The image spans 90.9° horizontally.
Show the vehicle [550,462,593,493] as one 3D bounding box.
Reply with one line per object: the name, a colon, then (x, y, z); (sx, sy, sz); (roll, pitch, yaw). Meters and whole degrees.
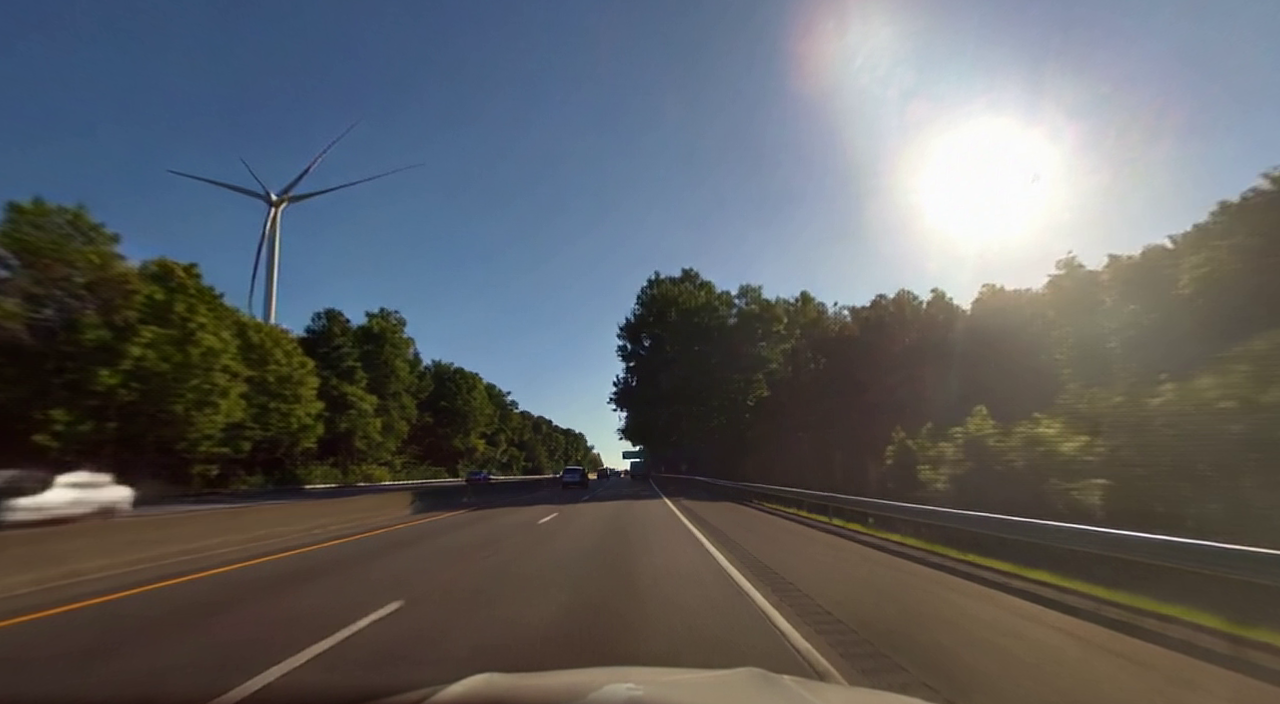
vehicle: (-4.099, 7.624, 38.496); (2.124, 1.705, 4.440); (1, -11, 0)
